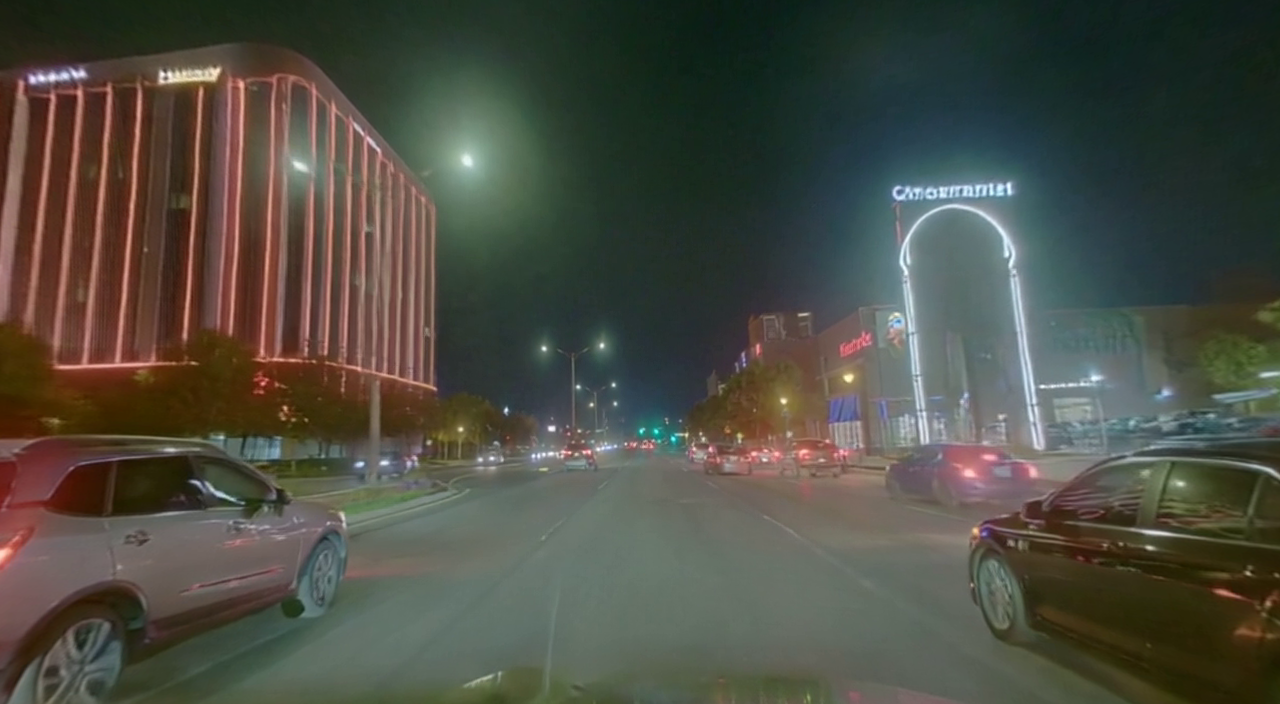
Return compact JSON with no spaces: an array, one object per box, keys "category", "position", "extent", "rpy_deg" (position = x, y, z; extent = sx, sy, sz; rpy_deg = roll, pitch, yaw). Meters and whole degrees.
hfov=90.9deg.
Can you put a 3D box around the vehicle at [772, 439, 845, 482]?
[{"category":"vehicle","position":[7.550,4.894,28.759],"extent":[2.003,1.789,4.718],"rpy_deg":[0,-8,-1]}]

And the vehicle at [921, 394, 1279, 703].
[{"category":"vehicle","position":[3.341,1.003,2.932],"extent":[1.981,1.499,4.536],"rpy_deg":[0,-8,0]}]

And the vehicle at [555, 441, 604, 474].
[{"category":"vehicle","position":[-2.938,5.210,31.326],"extent":[1.917,1.511,4.436],"rpy_deg":[0,-8,1]}]

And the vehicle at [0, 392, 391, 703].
[{"category":"vehicle","position":[-3.557,1.086,3.621],"extent":[2.155,1.504,4.776],"rpy_deg":[0,-8,2]}]

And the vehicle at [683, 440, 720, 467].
[{"category":"vehicle","position":[4.137,6.878,42.919],"extent":[2.007,1.683,4.171],"rpy_deg":[0,-8,-1]}]
